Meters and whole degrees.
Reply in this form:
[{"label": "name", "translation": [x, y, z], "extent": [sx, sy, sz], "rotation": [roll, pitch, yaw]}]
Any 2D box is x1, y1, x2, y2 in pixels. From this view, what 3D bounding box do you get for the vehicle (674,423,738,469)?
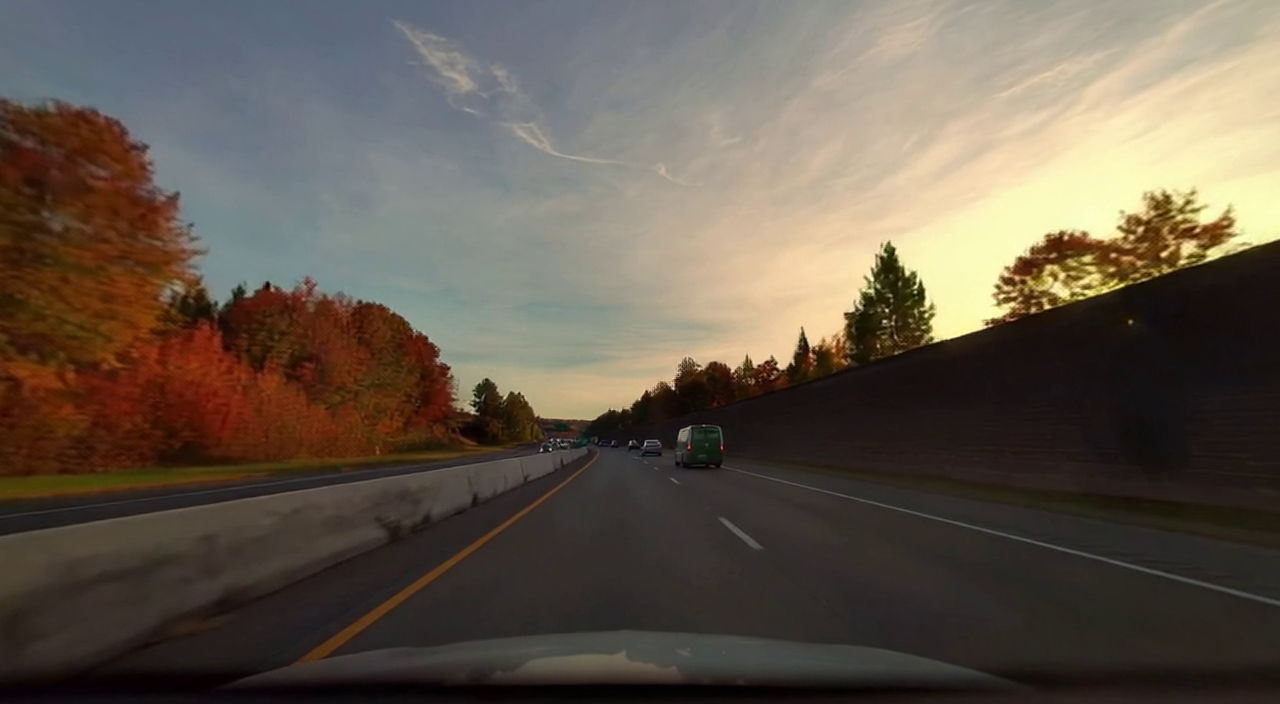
[{"label": "vehicle", "translation": [3.126, 4.625, 31.026], "extent": [2.393, 2.072, 4.958], "rotation": [1, -8, -3]}]
